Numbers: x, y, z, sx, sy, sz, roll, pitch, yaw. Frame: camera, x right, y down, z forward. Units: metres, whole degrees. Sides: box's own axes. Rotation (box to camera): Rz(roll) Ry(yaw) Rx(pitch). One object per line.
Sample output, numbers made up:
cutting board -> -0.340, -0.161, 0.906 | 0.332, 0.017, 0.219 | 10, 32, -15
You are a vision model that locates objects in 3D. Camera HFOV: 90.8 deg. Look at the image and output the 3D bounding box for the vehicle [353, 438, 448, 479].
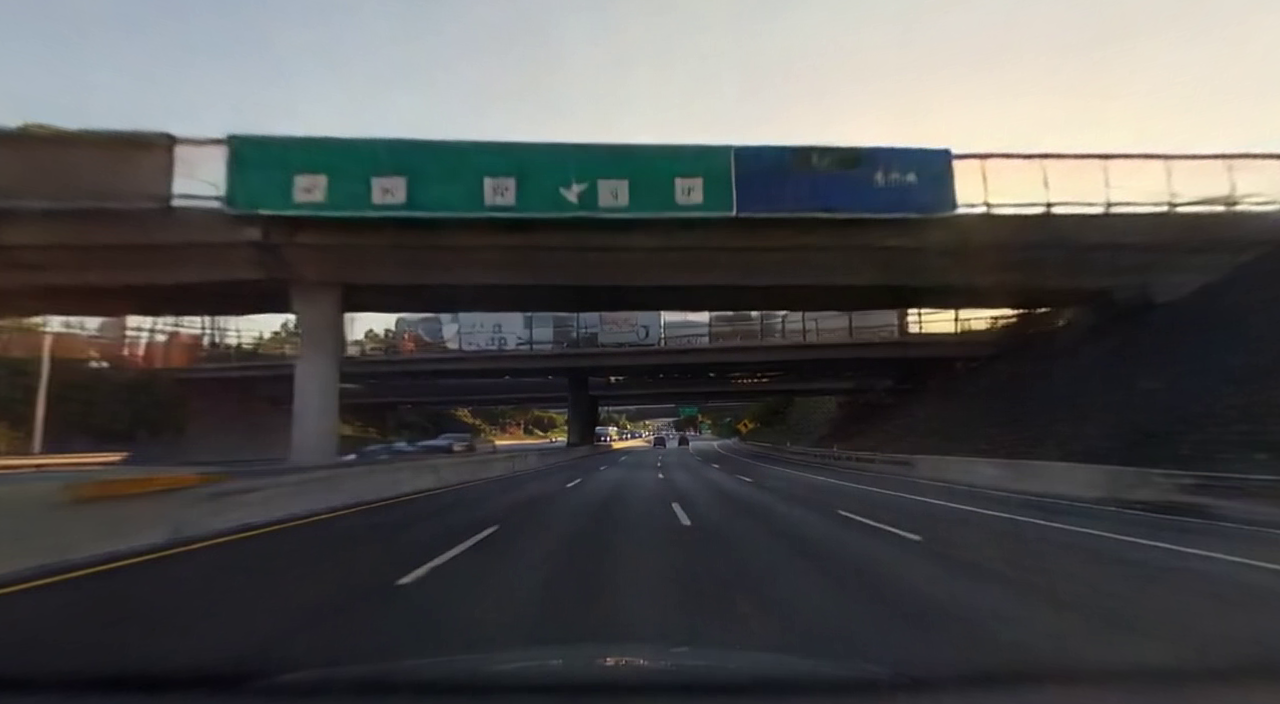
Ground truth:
vehicle -> -9.809, 4.390, 26.319 | 2.101, 1.536, 4.532 | 0, -8, 1
